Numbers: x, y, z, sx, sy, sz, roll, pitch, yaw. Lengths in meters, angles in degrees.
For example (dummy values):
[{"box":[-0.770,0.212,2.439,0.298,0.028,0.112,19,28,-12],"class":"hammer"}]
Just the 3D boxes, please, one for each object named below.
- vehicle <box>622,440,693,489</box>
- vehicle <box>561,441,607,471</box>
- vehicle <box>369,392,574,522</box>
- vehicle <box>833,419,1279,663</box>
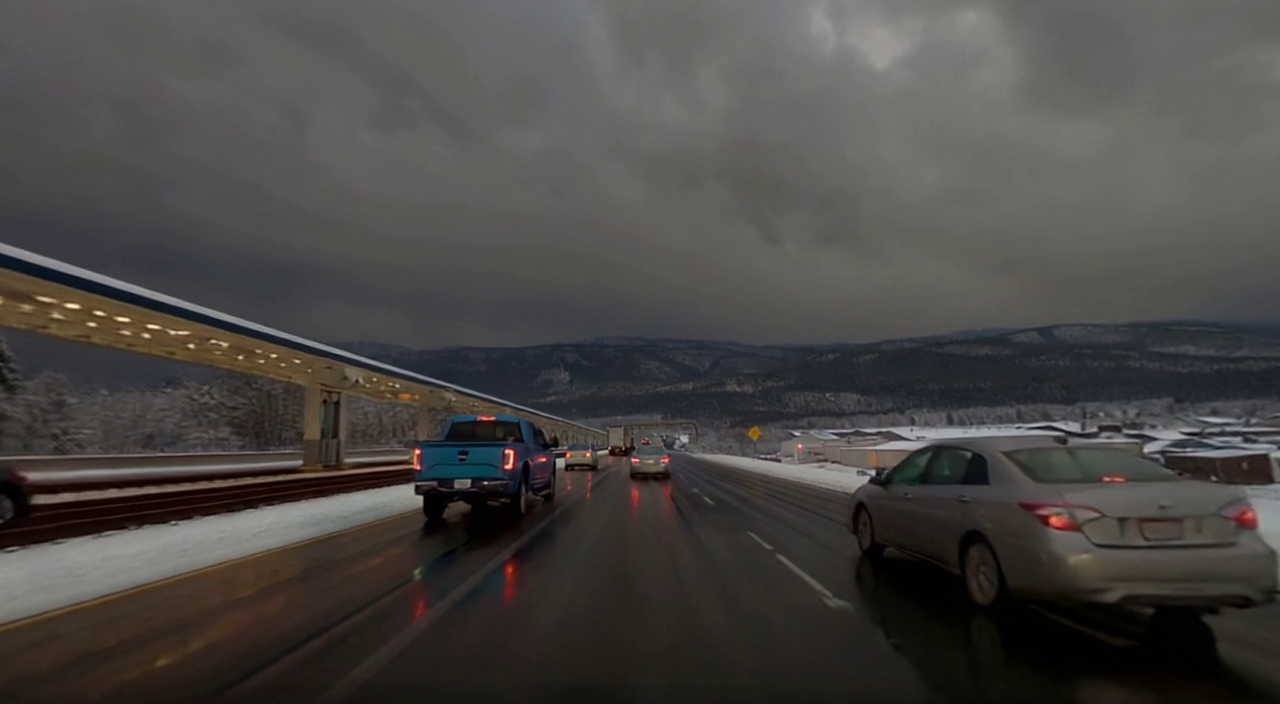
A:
[{"box":[0.507,3.740,21.293,2.171,1.493,4.081,0,-9,0],"class":"vehicle"},{"box":[-3.167,5.985,36.490,2.151,1.613,4.786,0,-9,1],"class":"vehicle"},{"box":[-3.279,2.332,14.395,2.733,2.230,6.820,0,-9,1],"class":"vehicle"},{"box":[3.747,1.547,6.407,2.023,1.510,4.773,0,-9,-1],"class":"vehicle"}]
